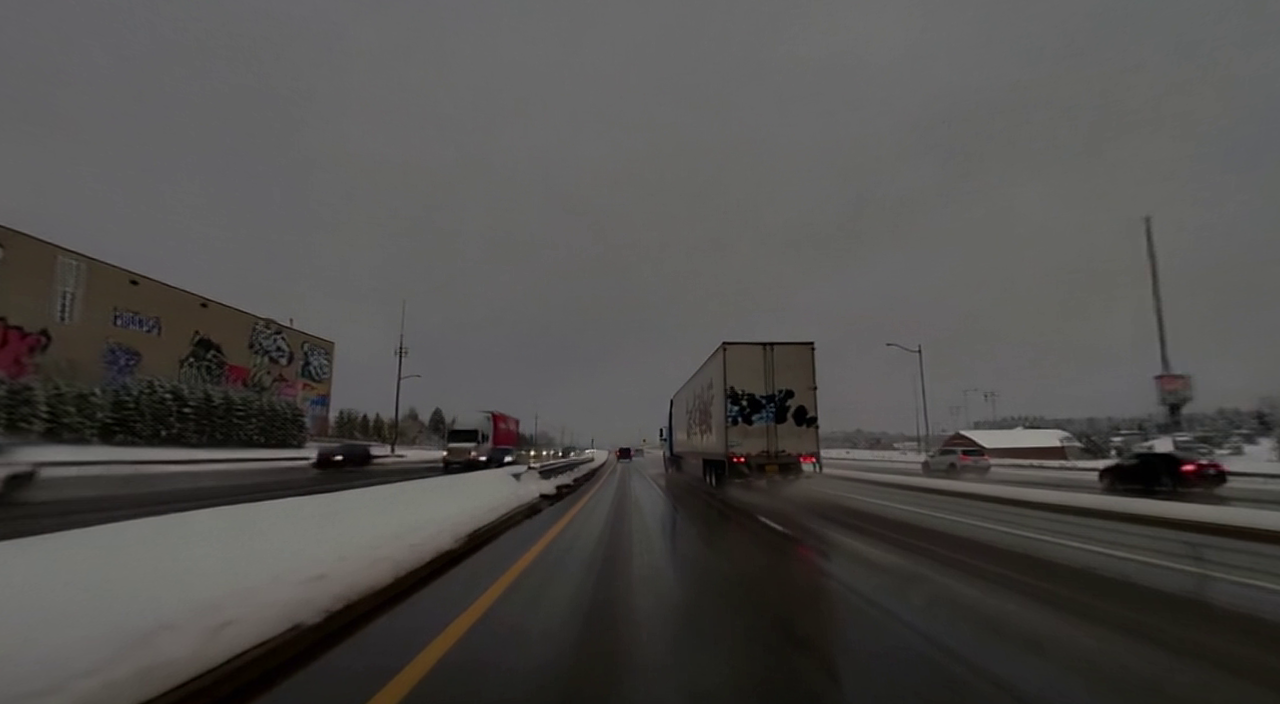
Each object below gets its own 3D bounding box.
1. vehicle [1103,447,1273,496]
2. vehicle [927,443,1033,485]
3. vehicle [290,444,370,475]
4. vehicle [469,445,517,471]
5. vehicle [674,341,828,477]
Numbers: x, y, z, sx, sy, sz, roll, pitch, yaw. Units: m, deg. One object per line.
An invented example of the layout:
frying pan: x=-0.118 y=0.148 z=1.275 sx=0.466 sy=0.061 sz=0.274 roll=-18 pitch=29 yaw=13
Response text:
vehicle: x=18.833 y=4.077 z=21.879 sx=1.811 sy=1.499 sz=4.472 roll=0 pitch=-9 yaw=-1
vehicle: x=14.608 y=4.798 z=27.264 sx=2.107 sy=1.648 sz=4.324 roll=0 pitch=-9 yaw=-1
vehicle: x=-16.226 y=5.648 z=33.106 sx=1.912 sy=1.482 sz=4.676 roll=0 pitch=-9 yaw=-1
vehicle: x=-8.968 y=6.492 z=38.473 sx=1.977 sy=1.494 sz=4.096 roll=0 pitch=-9 yaw=0
vehicle: x=3.953 y=3.145 z=28.636 sx=3.317 sy=4.314 sz=17.803 roll=0 pitch=-9 yaw=-2
